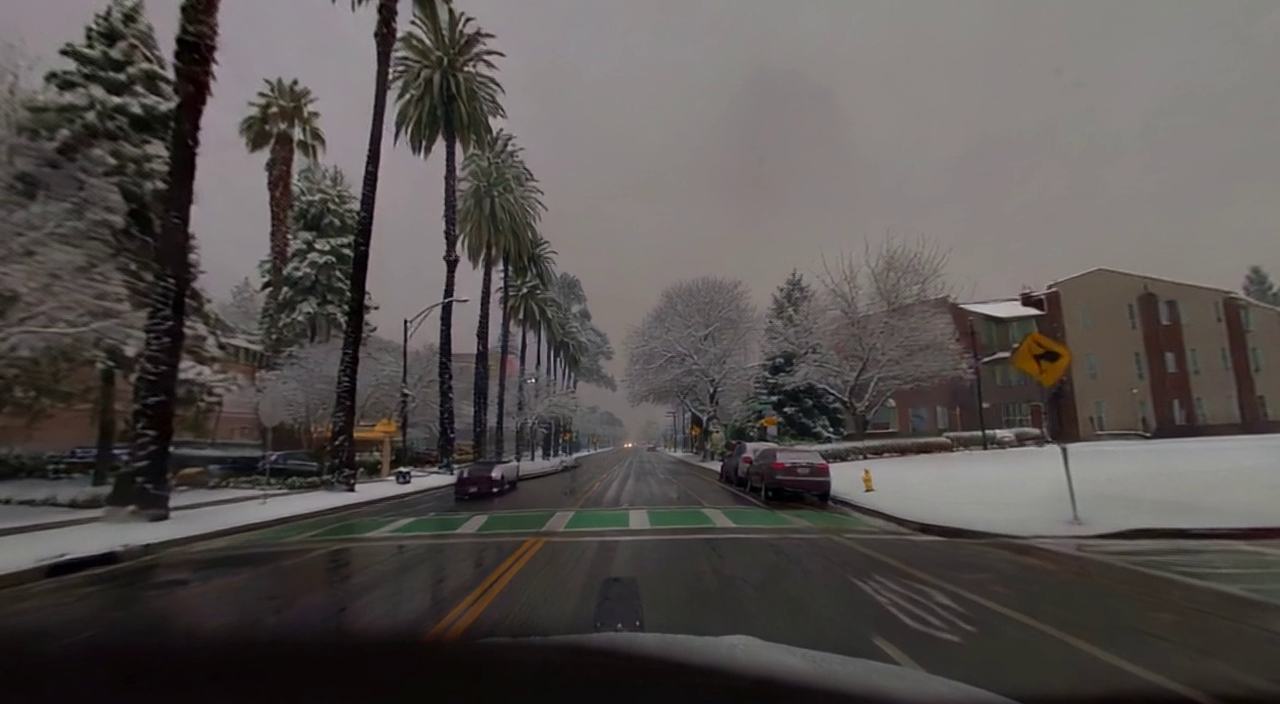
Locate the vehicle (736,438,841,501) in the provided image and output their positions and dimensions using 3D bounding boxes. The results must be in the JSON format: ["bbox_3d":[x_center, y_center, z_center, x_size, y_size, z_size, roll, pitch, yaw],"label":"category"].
[{"bbox_3d":[4.295,3.489,19.102,1.997,1.640,4.494,0,-9,-1],"label":"vehicle"}]
